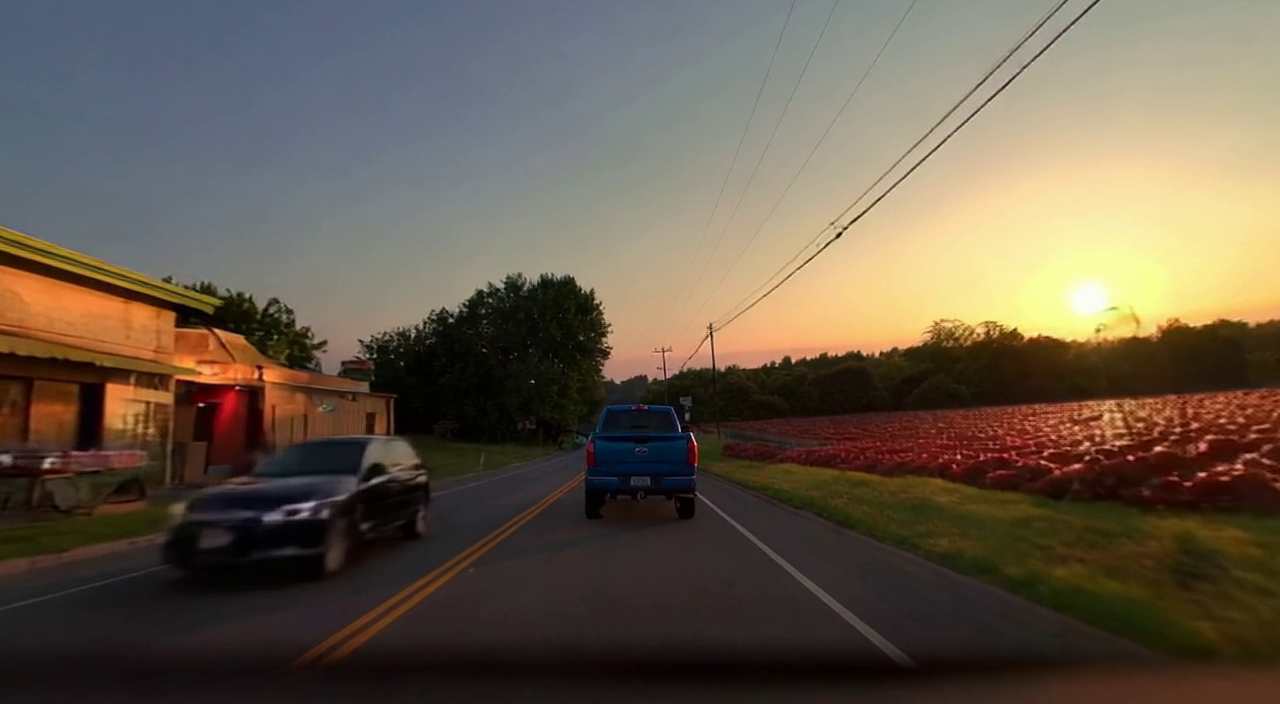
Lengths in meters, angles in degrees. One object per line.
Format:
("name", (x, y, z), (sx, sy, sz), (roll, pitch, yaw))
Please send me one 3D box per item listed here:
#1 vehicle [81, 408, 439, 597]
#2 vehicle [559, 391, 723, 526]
("vehicle", (-4.324, 1.756, 8.260), (2.081, 1.681, 4.325), (-3, -8, -1))
("vehicle", (-0.075, 2.188, 13.476), (2.693, 2.223, 5.885), (0, -8, -2))
